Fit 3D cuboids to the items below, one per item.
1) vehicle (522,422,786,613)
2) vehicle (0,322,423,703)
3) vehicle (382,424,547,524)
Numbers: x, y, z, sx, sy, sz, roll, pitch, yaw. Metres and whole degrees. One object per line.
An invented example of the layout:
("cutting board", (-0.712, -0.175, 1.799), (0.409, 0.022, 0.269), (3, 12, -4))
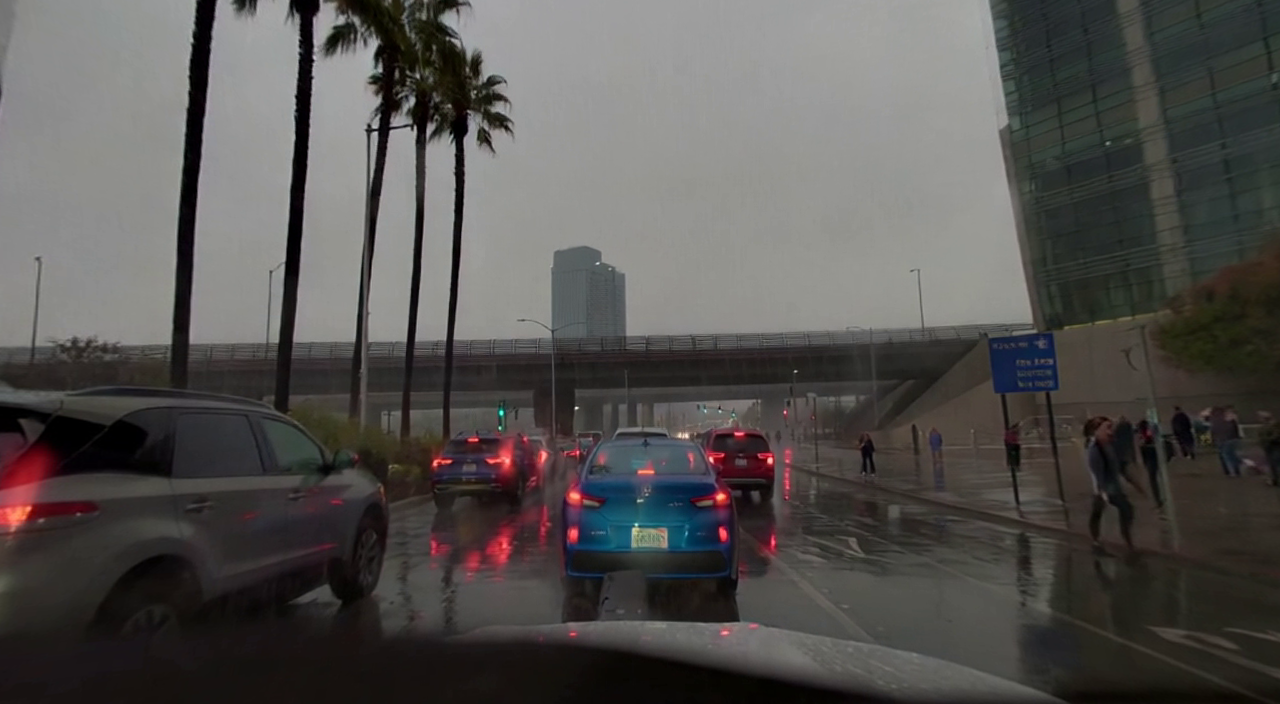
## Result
("vehicle", (0.094, 1.592, 7.027), (2.036, 1.461, 4.129), (0, -8, 0))
("vehicle", (-3.264, 1.064, 4.193), (2.014, 1.740, 4.359), (0, -8, 1))
("vehicle", (-3.201, 2.314, 12.489), (1.955, 1.637, 4.032), (0, -8, 2))
